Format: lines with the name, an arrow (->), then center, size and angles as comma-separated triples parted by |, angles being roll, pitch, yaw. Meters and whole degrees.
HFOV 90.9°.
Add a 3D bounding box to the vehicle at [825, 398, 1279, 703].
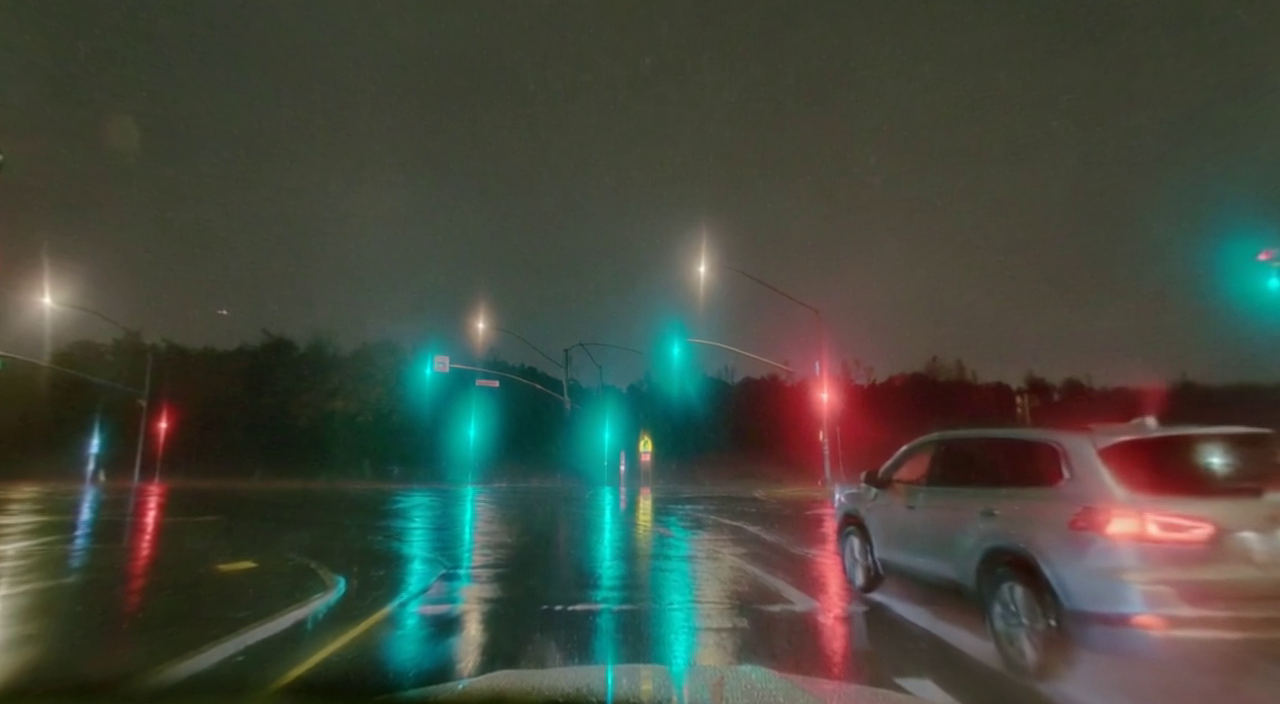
vehicle -> 3.138, 1.349, 5.070 | 1.938, 1.648, 4.211 | 0, -8, -1
